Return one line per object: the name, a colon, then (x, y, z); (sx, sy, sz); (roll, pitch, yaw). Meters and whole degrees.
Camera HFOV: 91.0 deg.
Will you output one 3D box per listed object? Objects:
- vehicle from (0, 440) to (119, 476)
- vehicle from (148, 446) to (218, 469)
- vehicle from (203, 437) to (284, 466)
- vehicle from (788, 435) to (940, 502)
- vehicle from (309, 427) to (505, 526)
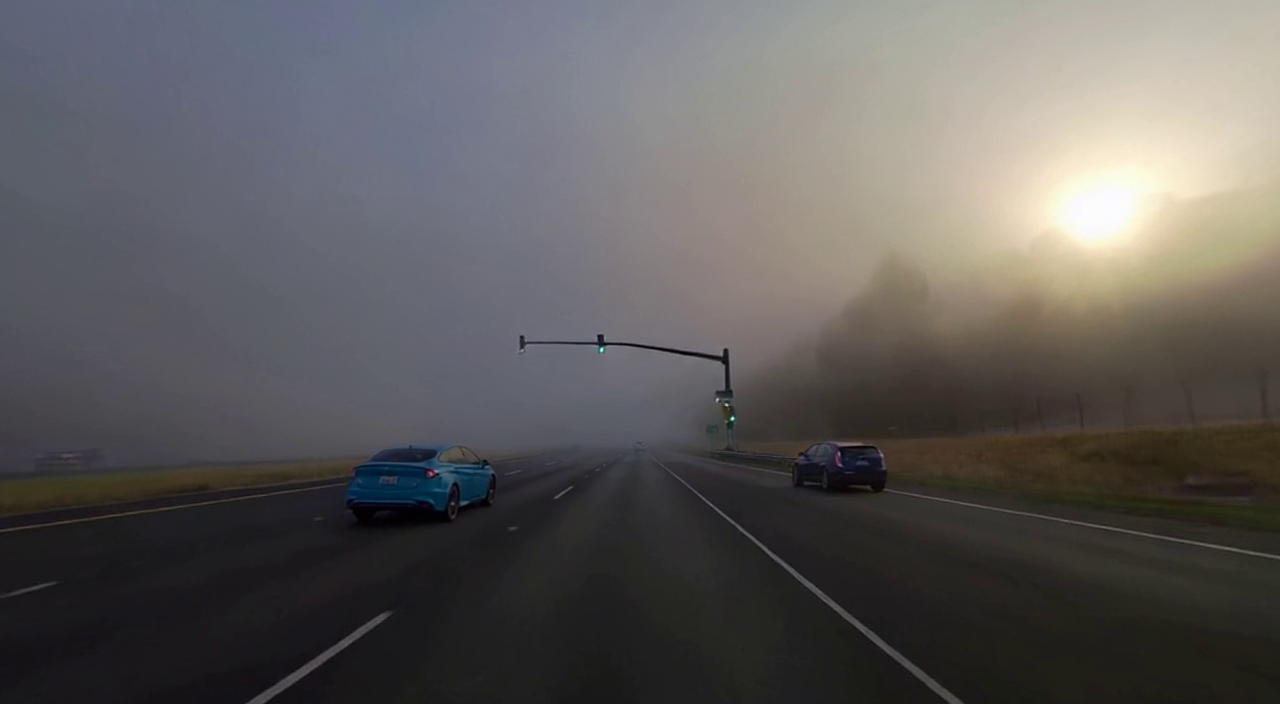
vehicle: (-32.986, 6.002, 35.847); (2.132, 1.892, 5.077); (0, -9, 0)
vehicle: (-33.043, 7.627, 45.652); (1.851, 1.562, 4.300); (0, -8, -1)
vehicle: (-28.667, 7.197, 45.775); (2.184, 1.961, 5.736); (0, -9, 0)
vehicle: (5.567, 2.952, 16.462); (2.049, 1.481, 4.774); (0, -9, -2)
vehicle: (-4.077, 2.257, 11.976); (1.987, 1.516, 4.478); (0, -9, 0)
